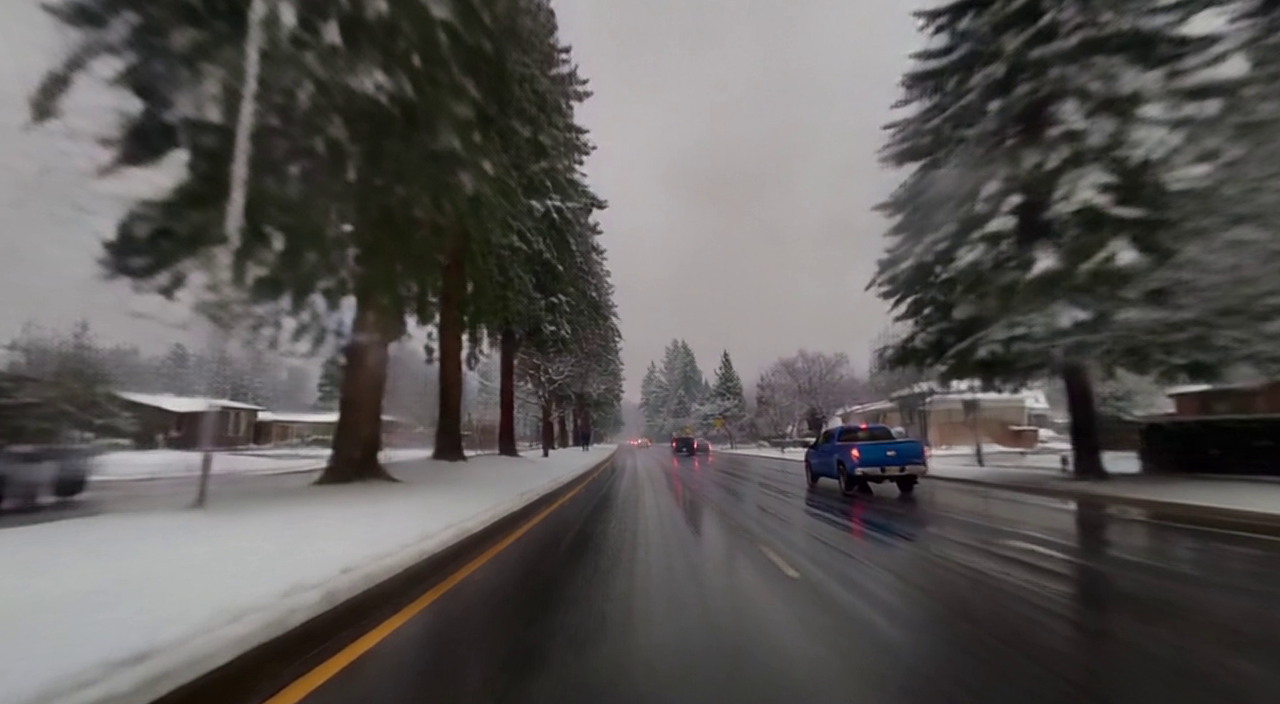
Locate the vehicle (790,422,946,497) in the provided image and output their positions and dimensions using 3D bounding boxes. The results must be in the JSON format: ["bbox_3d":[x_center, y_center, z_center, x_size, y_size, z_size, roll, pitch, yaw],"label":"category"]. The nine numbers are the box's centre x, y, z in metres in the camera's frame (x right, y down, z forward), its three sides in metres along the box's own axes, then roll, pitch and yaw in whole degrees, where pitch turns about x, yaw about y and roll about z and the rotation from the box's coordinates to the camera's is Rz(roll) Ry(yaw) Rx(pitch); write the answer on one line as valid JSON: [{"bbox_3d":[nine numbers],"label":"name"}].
[{"bbox_3d":[6.135,2.983,17.962,2.262,1.769,5.666,0,-8,-1],"label":"vehicle"}]
